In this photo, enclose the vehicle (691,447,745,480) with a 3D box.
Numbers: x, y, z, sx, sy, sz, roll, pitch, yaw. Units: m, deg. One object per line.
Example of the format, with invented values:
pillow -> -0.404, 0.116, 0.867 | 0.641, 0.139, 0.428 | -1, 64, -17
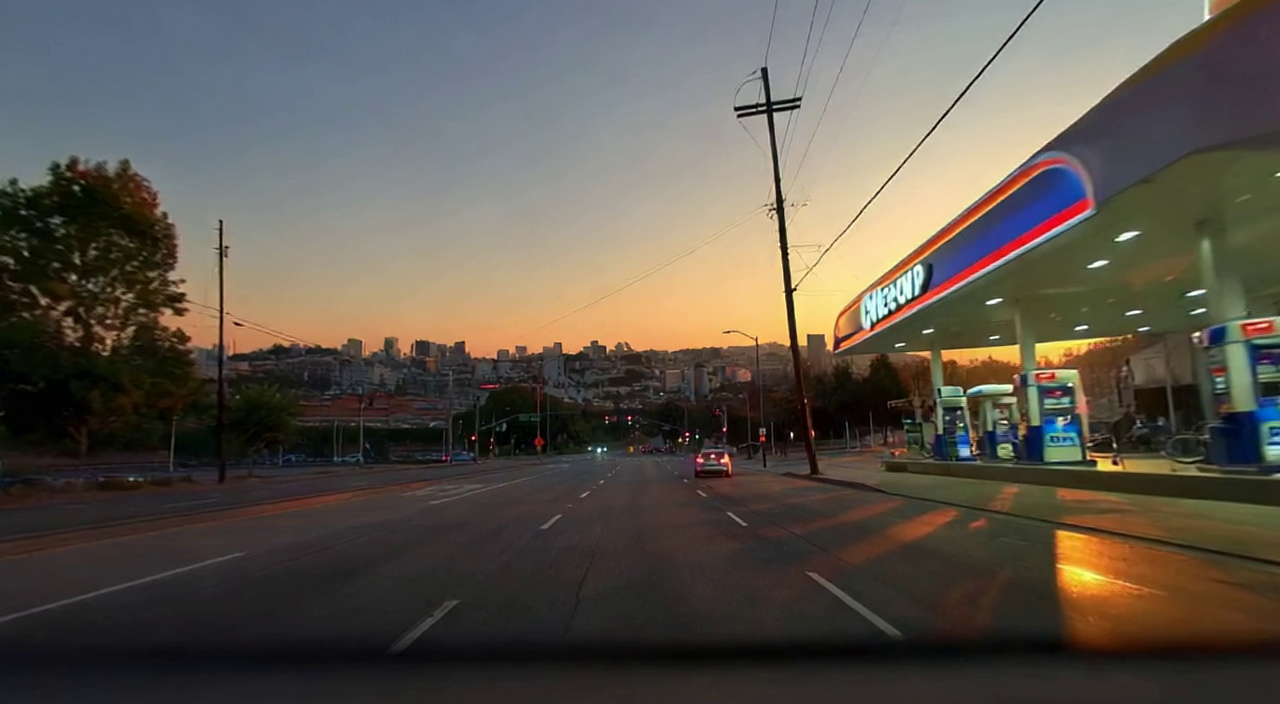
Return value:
vehicle -> 3.812, 5.558, 31.715 | 2.113, 1.470, 4.867 | 0, -8, 0
